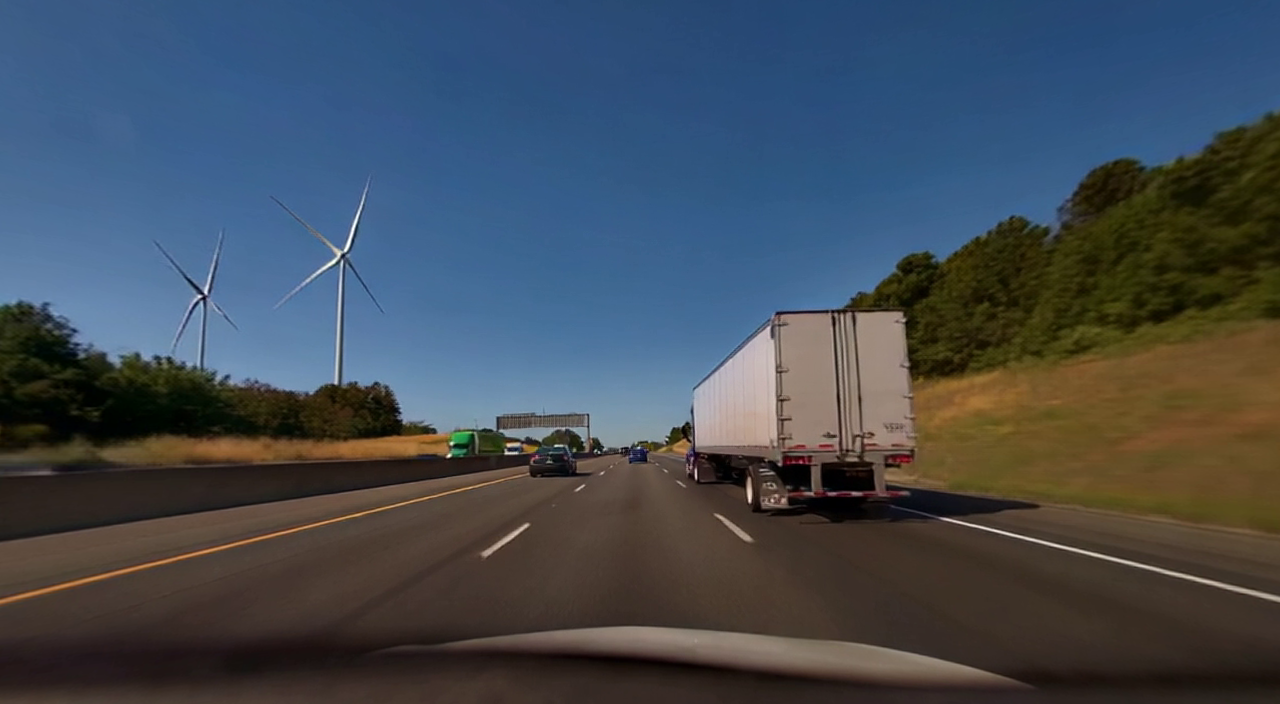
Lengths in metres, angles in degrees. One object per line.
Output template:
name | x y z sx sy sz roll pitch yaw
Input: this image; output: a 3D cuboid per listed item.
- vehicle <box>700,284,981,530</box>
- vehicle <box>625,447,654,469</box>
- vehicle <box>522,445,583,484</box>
vehicle | 3.834 1.859 16.944 2.947 3.989 13.568 0 -9 -1
vehicle | -0.065 7.204 42.993 1.931 1.453 3.695 0 -9 -1
vehicle | -3.592 4.687 26.603 1.952 1.521 4.095 0 -9 0
